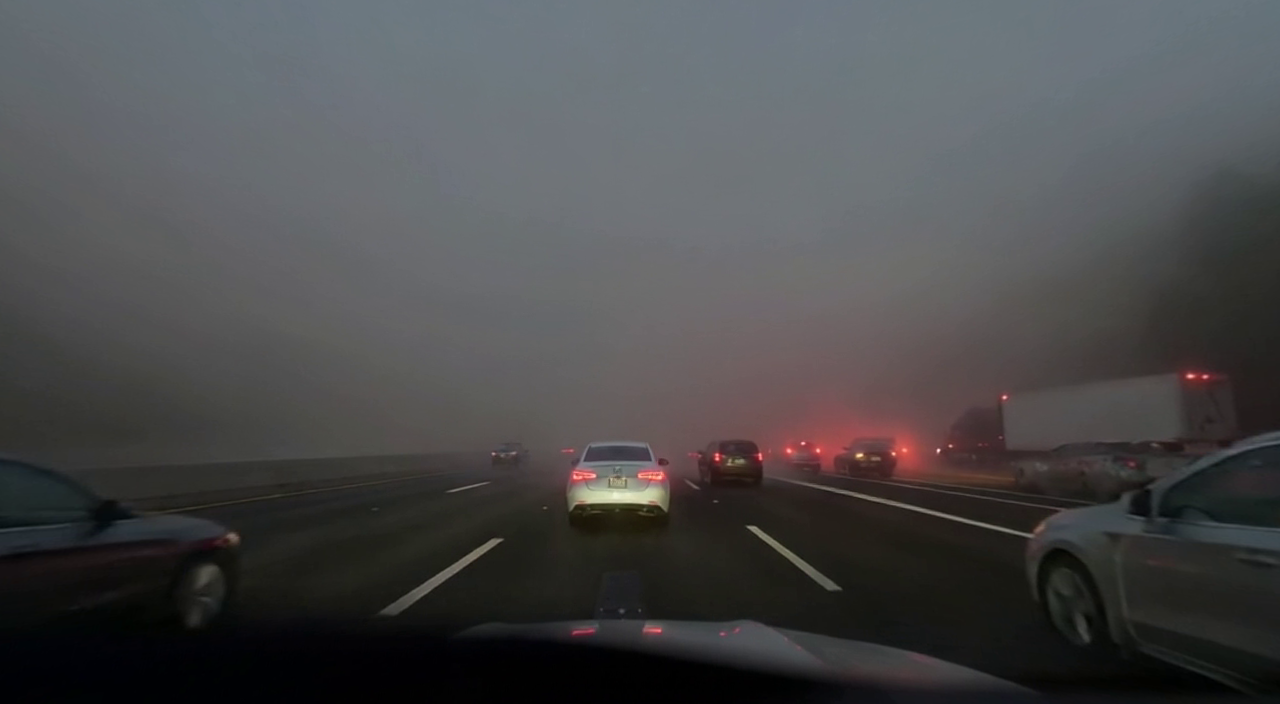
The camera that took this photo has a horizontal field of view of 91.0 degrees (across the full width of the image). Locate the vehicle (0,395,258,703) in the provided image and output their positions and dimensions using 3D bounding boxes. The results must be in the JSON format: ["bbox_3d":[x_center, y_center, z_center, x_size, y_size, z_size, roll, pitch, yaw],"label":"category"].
[{"bbox_3d":[-3.763,0.897,2.315,1.926,1.542,4.329,0,-9,1],"label":"vehicle"}]

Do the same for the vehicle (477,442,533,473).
[{"bbox_3d":[-7.341,5.809,34.738,2.010,1.557,4.449,0,-9,1],"label":"vehicle"}]

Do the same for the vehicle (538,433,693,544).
[{"bbox_3d":[-0.322,2.192,10.746,2.132,1.499,4.038,0,-9,0],"label":"vehicle"}]

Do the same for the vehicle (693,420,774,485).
[{"bbox_3d":[3.607,4.033,25.387,2.440,2.313,5.266,0,-9,0],"label":"vehicle"}]

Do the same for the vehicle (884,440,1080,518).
[{"bbox_3d":[7.623,2.848,14.705,2.021,1.505,4.480,0,-9,-1],"label":"vehicle"}]

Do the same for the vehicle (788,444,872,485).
[{"bbox_3d":[7.433,4.422,25.094,1.942,1.482,4.250,0,-9,-1],"label":"vehicle"}]

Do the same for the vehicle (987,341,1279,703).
[{"bbox_3d":[3.593,0.803,2.510,2.053,1.666,4.106,0,-9,0],"label":"vehicle"}]
